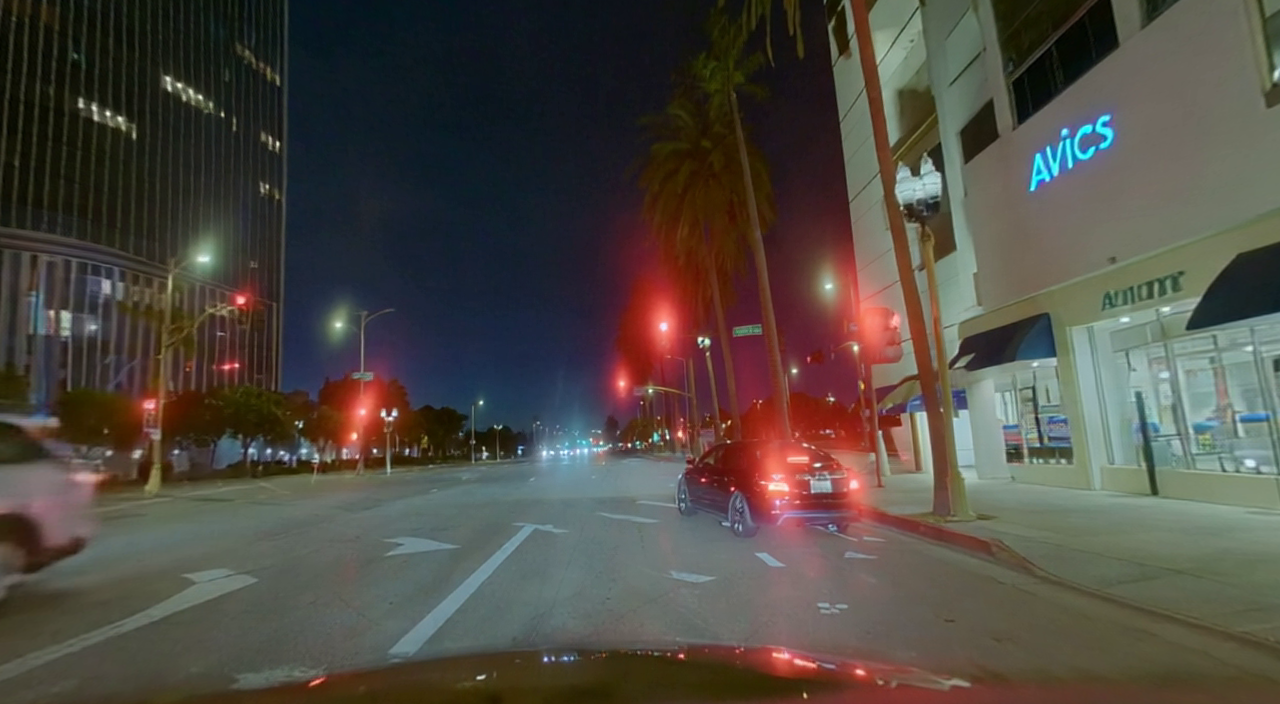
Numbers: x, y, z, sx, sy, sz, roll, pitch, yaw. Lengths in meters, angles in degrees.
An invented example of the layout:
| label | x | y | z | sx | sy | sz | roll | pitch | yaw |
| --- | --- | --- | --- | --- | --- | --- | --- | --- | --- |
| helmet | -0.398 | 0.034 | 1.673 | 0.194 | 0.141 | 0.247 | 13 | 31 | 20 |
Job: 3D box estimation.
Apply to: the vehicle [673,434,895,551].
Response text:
| label | x | y | z | sx | sy | sz | roll | pitch | yaw |
| --- | --- | --- | --- | --- | --- | --- | --- | --- | --- |
| vehicle | 1.982 | 2.137 | 10.474 | 2.090 | 1.466 | 4.676 | 1 | -8 | -7 |

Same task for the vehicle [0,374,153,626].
| label | x | y | z | sx | sy | sz | roll | pitch | yaw |
| --- | --- | --- | --- | --- | --- | --- | --- | --- | --- |
| vehicle | -6.124 | 0.975 | 3.627 | 2.190 | 1.964 | 5.614 | 0 | -8 | 0 |
